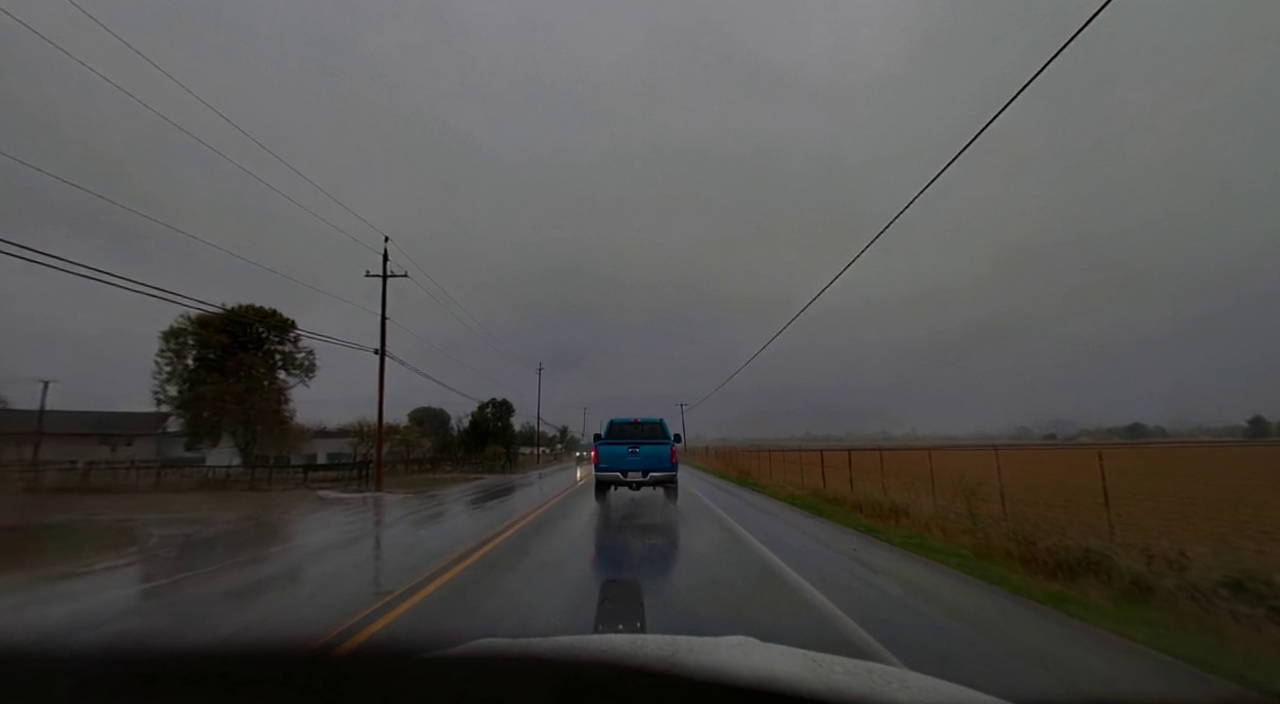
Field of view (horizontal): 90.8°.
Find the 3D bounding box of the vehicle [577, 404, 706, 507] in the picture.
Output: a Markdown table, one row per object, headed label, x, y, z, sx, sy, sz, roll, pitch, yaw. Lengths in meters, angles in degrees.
| label | x | y | z | sx | sy | sz | roll | pitch | yaw |
| --- | --- | --- | --- | --- | --- | --- | --- | --- | --- |
| vehicle | -0.052 | 2.887 | 18.028 | 2.912 | 2.320 | 7.292 | 0 | -8 | -1 |
